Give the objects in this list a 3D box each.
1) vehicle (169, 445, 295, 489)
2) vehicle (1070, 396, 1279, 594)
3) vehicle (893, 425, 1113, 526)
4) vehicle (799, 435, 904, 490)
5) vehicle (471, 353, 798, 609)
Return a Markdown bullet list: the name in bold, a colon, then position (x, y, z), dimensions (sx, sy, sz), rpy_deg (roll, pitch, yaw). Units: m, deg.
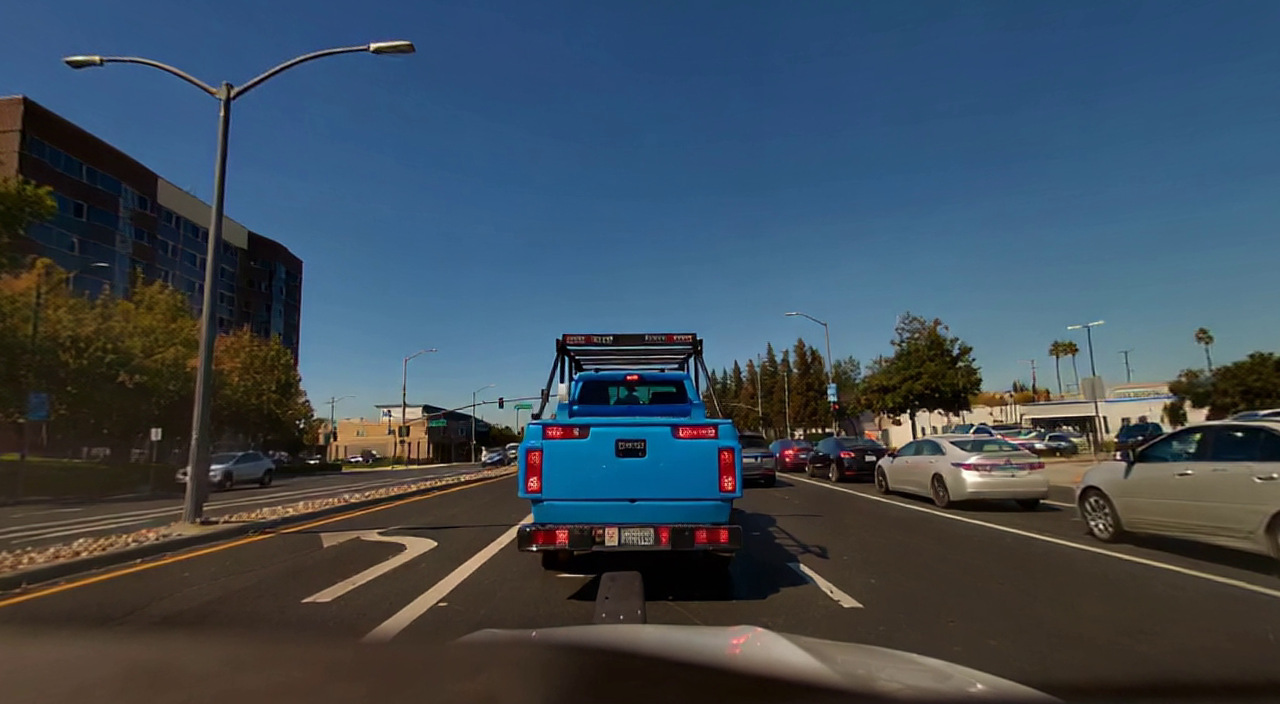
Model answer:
- **vehicle**: position (-19.459, 5.483, 30.582), dimensions (2.205, 1.916, 5.771), rpy_deg (0, -9, 0)
- **vehicle**: position (6.818, 1.362, 6.169), dimensions (2.023, 1.771, 4.488), rpy_deg (0, -9, 0)
- **vehicle**: position (7.069, 2.434, 12.965), dimensions (1.931, 1.692, 4.267), rpy_deg (0, -9, 0)
- **vehicle**: position (7.066, 3.739, 21.620), dimensions (1.953, 1.665, 4.327), rpy_deg (0, -9, -2)
- **vehicle**: position (-0.098, 1.478, 8.158), dimensions (2.682, 2.117, 5.706), rpy_deg (0, -9, -1)
